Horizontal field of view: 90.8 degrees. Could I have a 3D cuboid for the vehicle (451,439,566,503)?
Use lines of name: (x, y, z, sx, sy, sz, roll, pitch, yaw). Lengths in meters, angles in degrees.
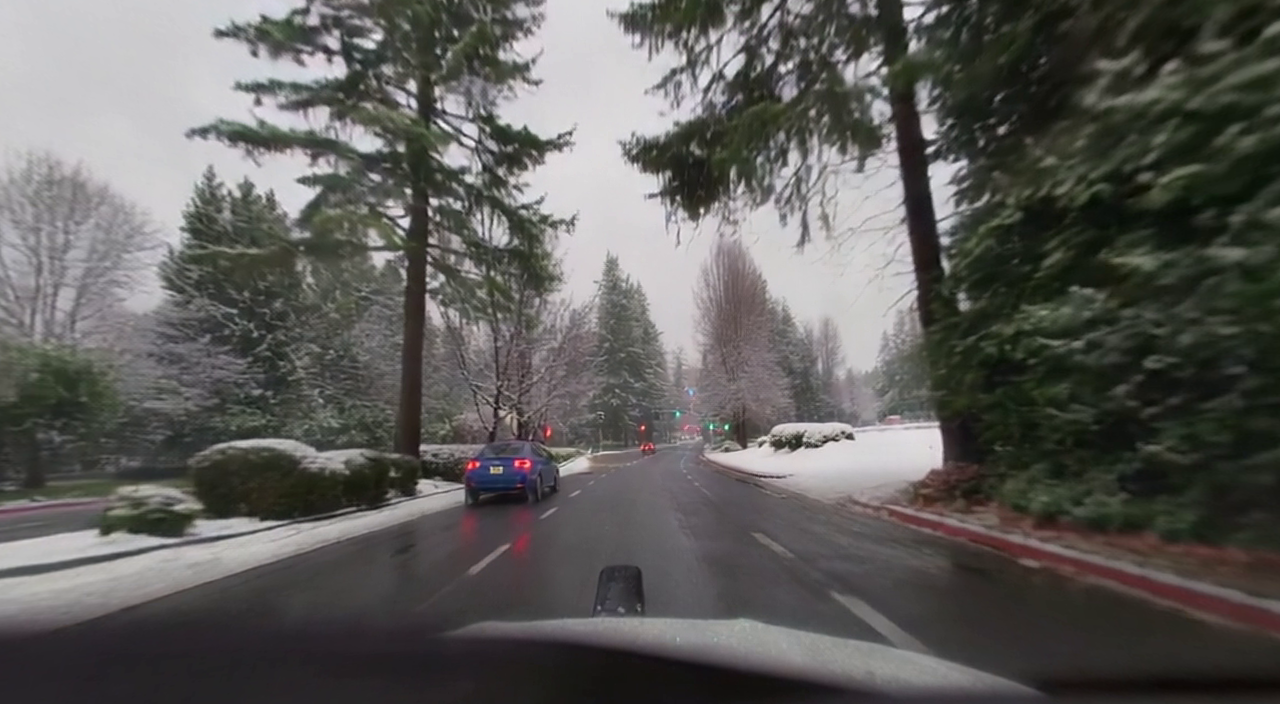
vehicle: (-3.364, 3.165, 17.239, 2.038, 1.486, 4.678, 0, -9, 1)
